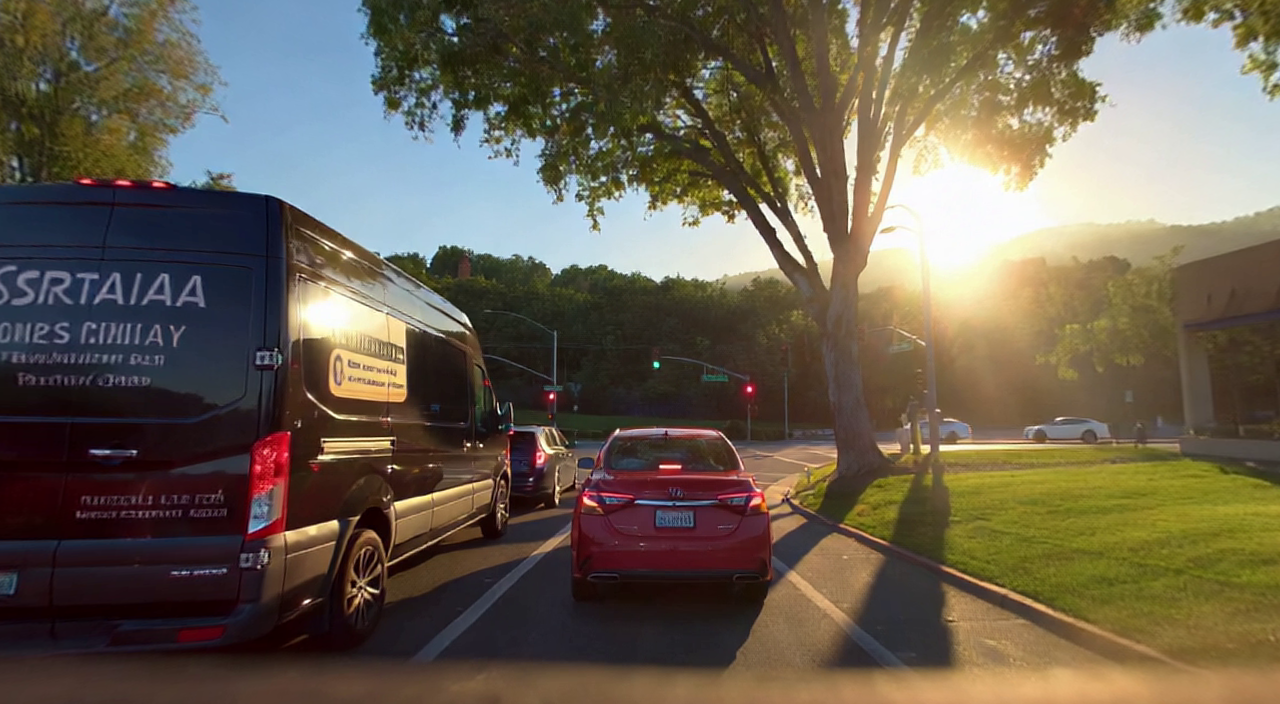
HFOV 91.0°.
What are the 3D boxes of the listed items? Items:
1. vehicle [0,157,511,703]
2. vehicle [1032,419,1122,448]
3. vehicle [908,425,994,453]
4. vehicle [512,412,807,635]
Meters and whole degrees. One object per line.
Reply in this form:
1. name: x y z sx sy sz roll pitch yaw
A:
1. vehicle: -3.118 0.912 5.852 2.555 3.035 5.702 0 -8 0
2. vehicle: 32.028 6.015 46.147 5.084 2.041 2.360 2 -9 -10
3. vehicle: 21.935 6.164 44.495 5.021 1.848 2.210 1 -9 -9
4. vehicle: 0.299 1.706 7.337 2.398 1.773 4.254 -1 -8 4
